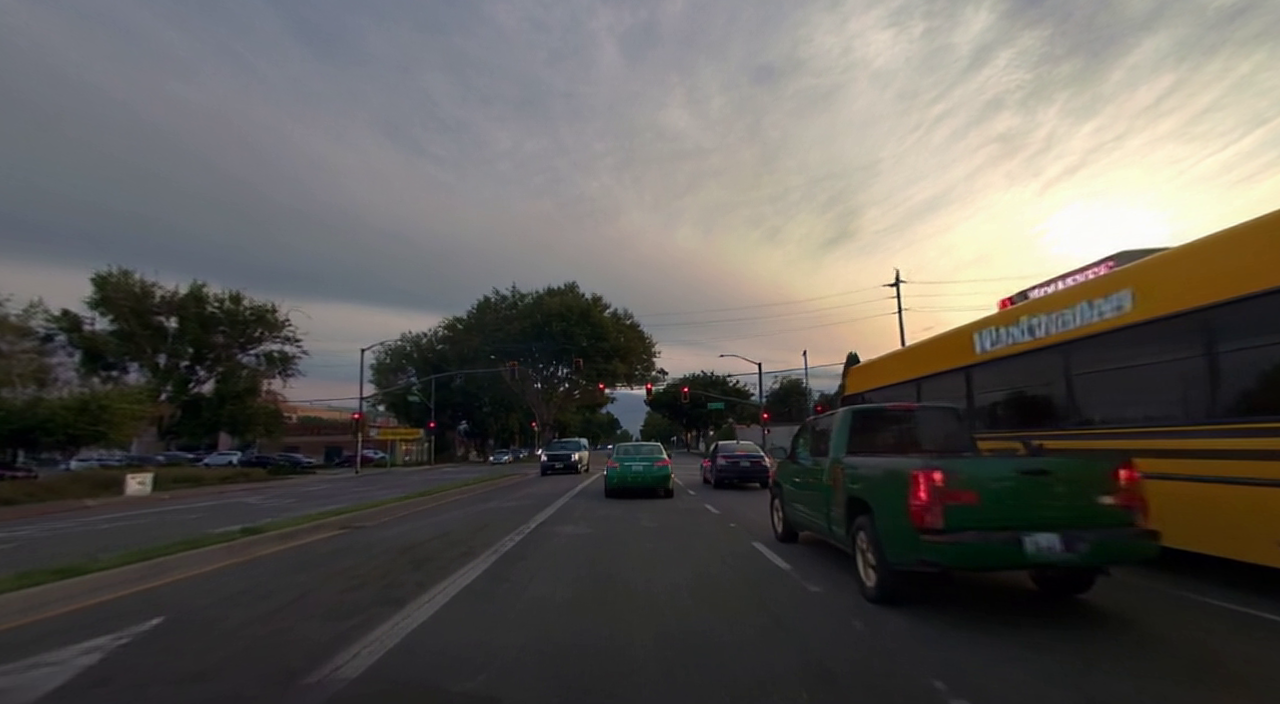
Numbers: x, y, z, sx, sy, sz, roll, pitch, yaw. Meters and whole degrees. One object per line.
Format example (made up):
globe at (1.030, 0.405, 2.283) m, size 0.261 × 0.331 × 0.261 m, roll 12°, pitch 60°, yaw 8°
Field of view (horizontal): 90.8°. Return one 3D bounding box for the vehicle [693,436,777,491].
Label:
vehicle at (2.839, 3.446, 19.900) m, size 1.922 × 1.508 × 4.330 m, roll 0°, pitch -9°, yaw -1°

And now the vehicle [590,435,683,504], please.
vehicle at (-0.106, 2.923, 16.143) m, size 2.071 × 1.525 × 3.723 m, roll 0°, pitch -9°, yaw -1°

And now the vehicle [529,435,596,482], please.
vehicle at (-3.042, 4.297, 25.775) m, size 2.180 × 1.708 × 4.397 m, roll 0°, pitch -9°, yaw 0°

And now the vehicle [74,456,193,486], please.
vehicle at (-27.744, 6.513, 34.830) m, size 4.800 × 1.461 × 1.831 m, roll 5°, pitch -10°, yaw -31°

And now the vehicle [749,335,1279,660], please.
vehicle at (3.003, 1.304, 6.841) m, size 2.490 × 1.951 × 5.931 m, roll 0°, pitch -9°, yaw -1°
